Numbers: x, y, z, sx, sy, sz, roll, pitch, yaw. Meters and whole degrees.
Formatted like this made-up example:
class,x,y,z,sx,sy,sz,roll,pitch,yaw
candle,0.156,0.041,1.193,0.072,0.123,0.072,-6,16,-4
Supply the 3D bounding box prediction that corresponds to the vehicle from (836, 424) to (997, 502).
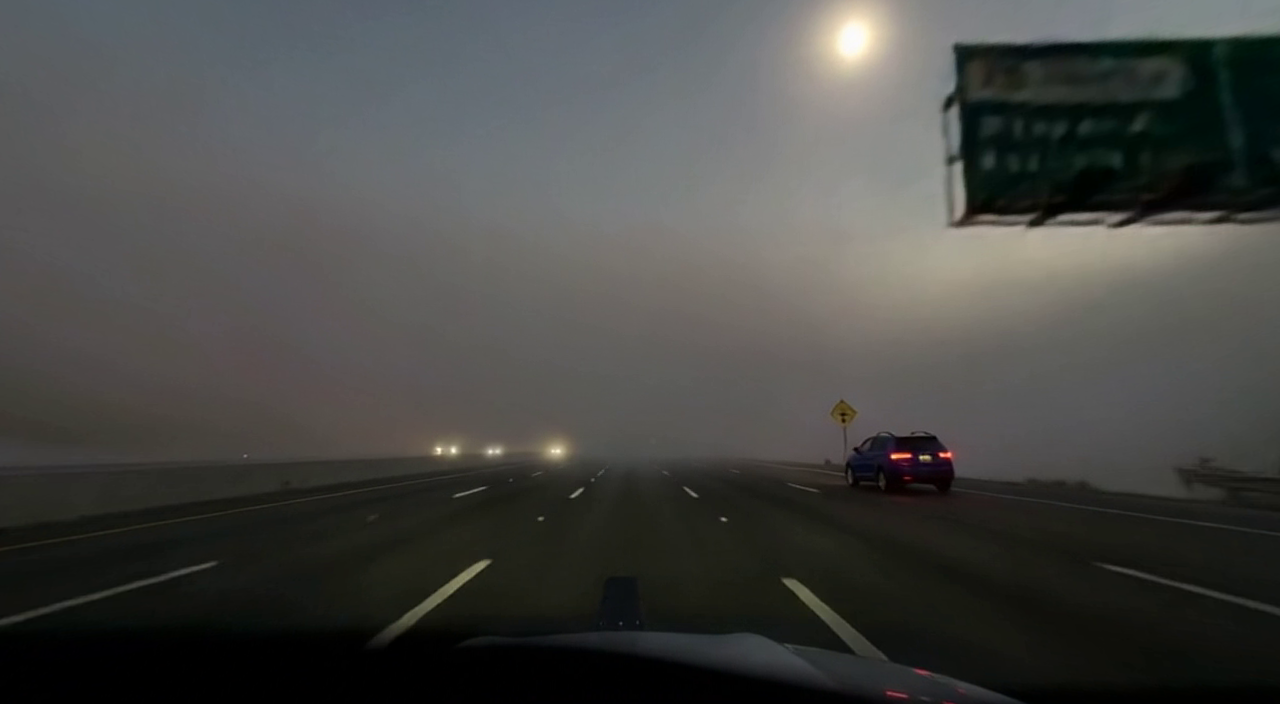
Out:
class,x,y,z,sx,sy,sz,roll,pitch,yaw
vehicle,6.846,2.801,16.256,2.091,1.711,4.383,0,-9,-1
